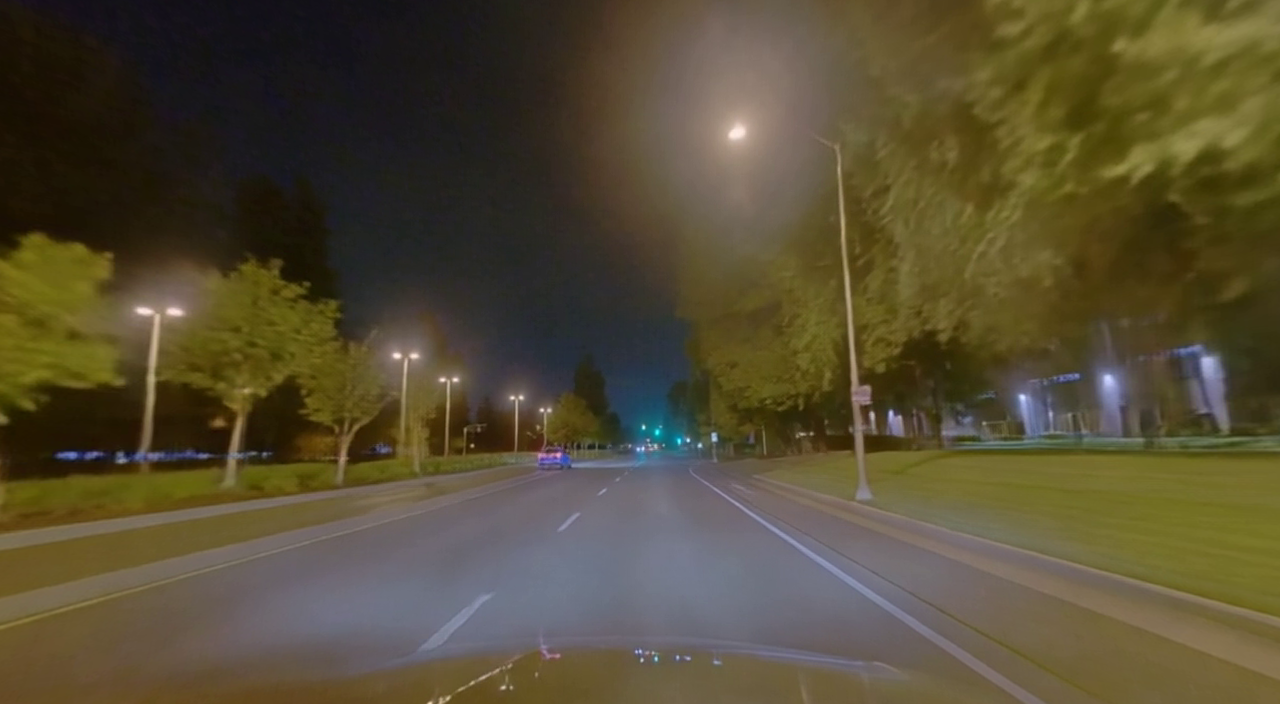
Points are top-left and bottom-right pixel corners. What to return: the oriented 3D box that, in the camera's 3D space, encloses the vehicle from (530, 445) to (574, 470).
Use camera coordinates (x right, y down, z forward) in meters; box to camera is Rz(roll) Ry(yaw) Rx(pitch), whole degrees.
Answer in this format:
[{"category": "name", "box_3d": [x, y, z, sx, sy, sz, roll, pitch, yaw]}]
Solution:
[{"category": "vehicle", "box_3d": [-5.458, 6.607, 39.753, 1.945, 1.461, 4.605, -1, -8, 3]}]
